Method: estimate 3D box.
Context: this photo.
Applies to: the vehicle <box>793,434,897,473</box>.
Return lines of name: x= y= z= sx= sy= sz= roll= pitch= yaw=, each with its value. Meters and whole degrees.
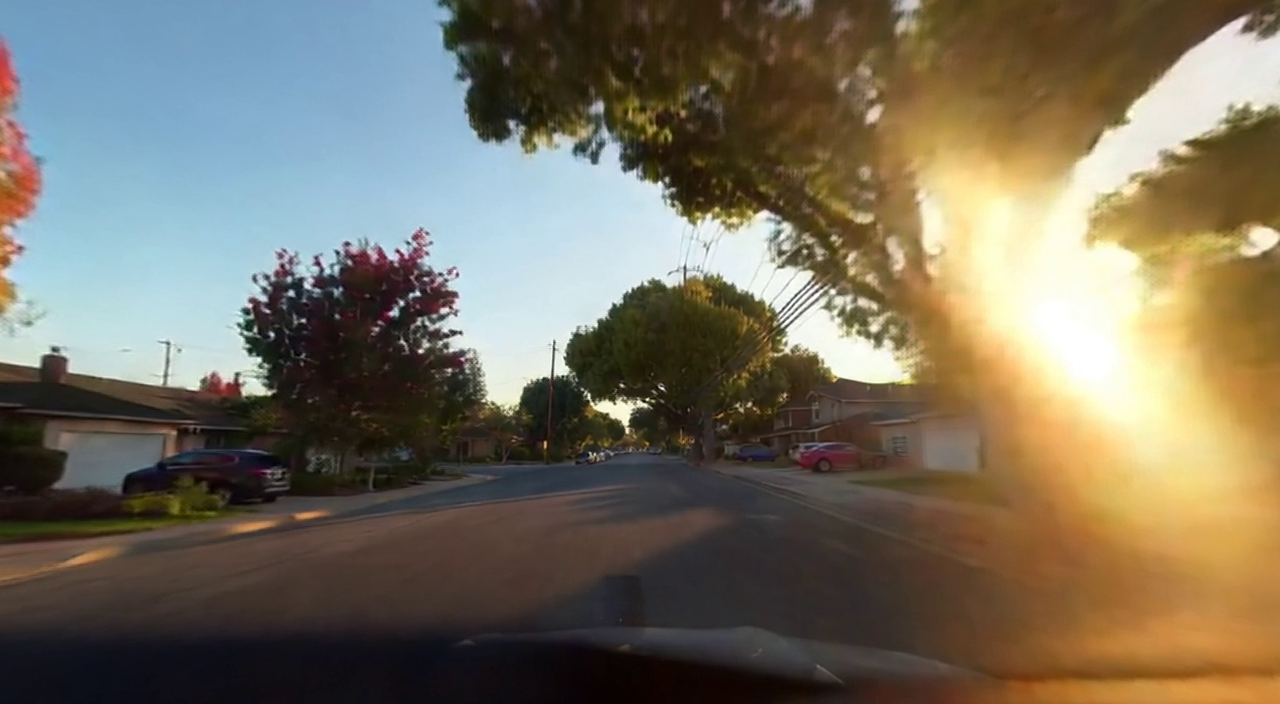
vehicle: x=10.538 y=5.249 z=32.782 sx=4.686 sy=1.786 sz=2.019 roll=-3 pitch=-8 yaw=6

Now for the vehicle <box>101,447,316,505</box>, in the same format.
vehicle: x=-12.568 y=3.593 z=18.625 sx=4.893 sy=1.567 sz=2.105 roll=-1 pitch=-8 yaw=5
